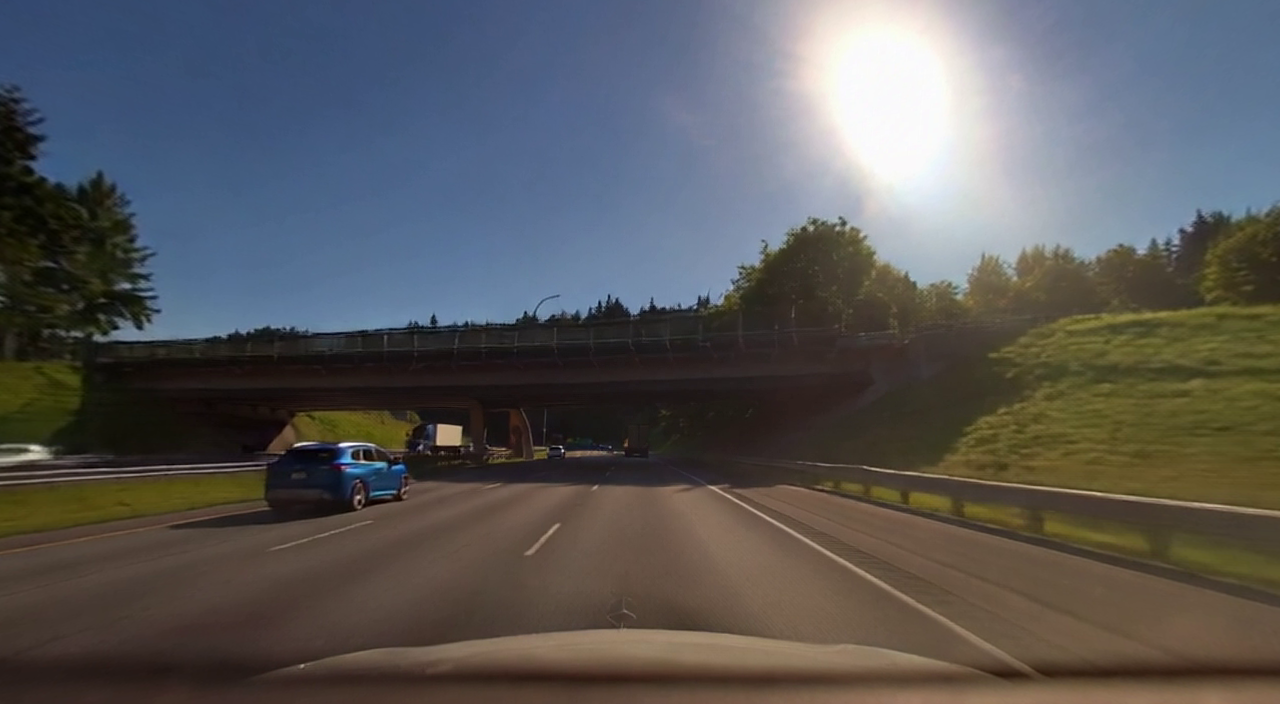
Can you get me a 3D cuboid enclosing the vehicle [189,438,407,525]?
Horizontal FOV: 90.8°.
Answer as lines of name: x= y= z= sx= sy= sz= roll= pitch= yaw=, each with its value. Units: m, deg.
vehicle: x=-6.853 y=2.619 z=13.395 sx=2.038 sy=1.489 sz=4.603 roll=0 pitch=-9 yaw=0
